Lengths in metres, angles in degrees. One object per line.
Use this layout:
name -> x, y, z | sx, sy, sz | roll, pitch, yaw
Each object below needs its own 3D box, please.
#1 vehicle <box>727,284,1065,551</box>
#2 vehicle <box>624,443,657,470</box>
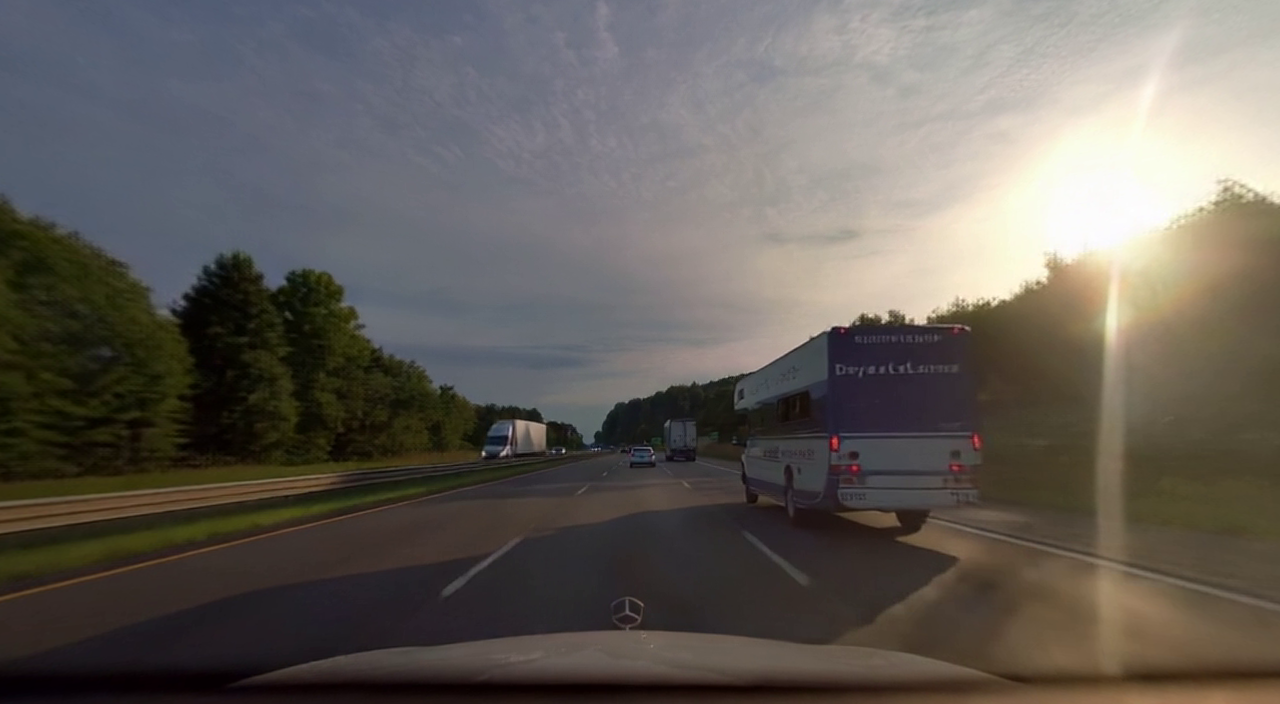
vehicle -> 3.937, 1.488, 12.713 | 2.931, 3.530, 8.760 | 0, -9, -1
vehicle -> 0.016, 7.037, 42.573 | 2.151, 1.678, 3.923 | 0, -9, -1
